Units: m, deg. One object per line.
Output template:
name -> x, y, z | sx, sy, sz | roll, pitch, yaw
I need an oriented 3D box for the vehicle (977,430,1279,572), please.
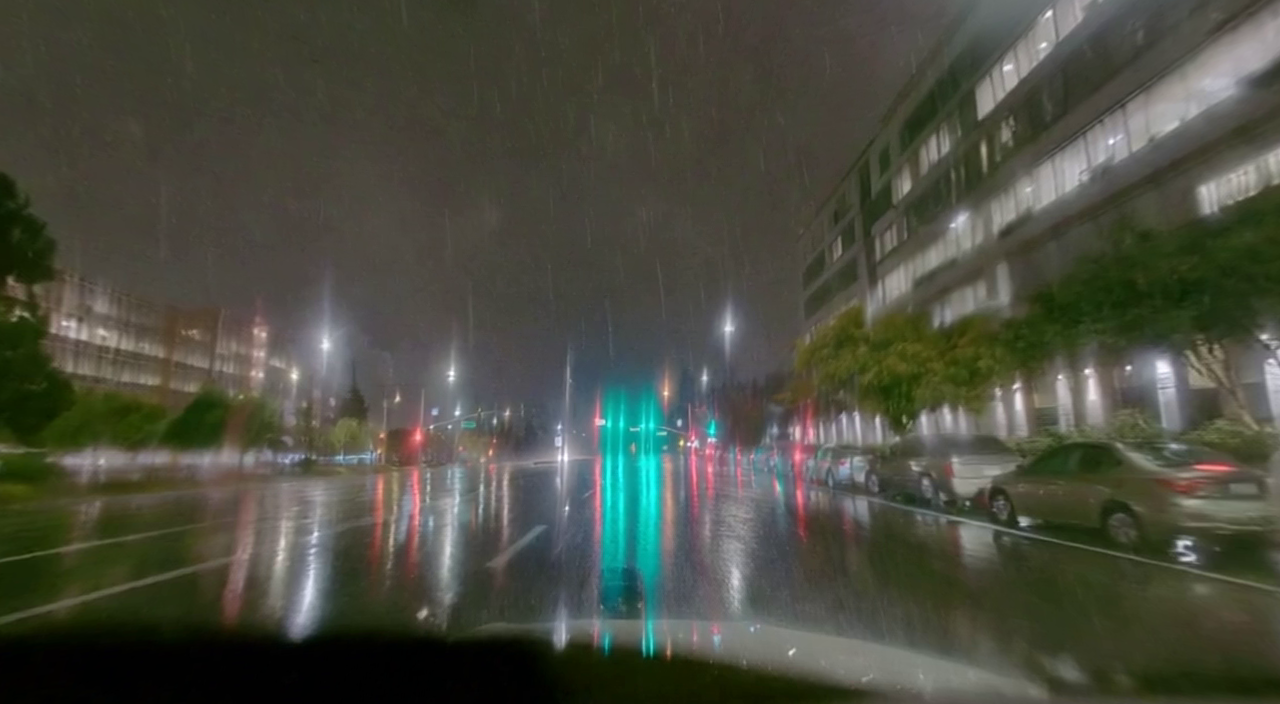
vehicle -> 6.863, 1.928, 8.956 | 1.816, 1.502, 4.363 | 0, -9, 2

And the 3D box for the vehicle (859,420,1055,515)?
vehicle -> 6.851, 2.563, 14.347 | 1.983, 1.772, 4.833 | 0, -9, 1

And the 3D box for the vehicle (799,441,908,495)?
vehicle -> 6.746, 3.716, 20.488 | 2.020, 1.520, 4.876 | 0, -9, 3
